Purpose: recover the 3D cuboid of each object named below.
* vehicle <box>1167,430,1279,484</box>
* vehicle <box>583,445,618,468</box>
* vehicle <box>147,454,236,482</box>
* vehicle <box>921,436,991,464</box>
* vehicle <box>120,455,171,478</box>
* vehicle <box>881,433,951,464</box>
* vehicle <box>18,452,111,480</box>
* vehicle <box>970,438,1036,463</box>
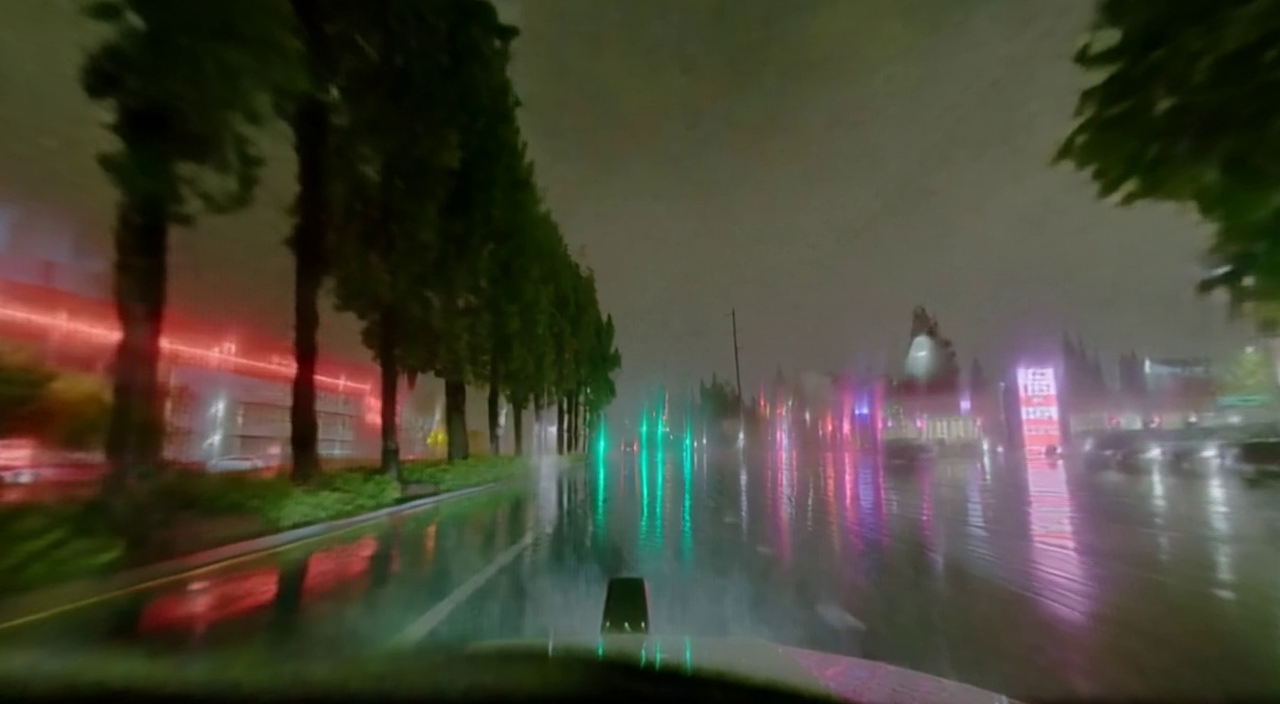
[{"bbox_3d":[17.747,2.927,17.769,4.059,1.422,1.892,0,-9,-1],"label":"vehicle"},{"bbox_3d":[-2.645,7.112,43.153,2.082,1.460,4.442,0,-9,1],"label":"vehicle"},{"bbox_3d":[-27.457,7.091,38.794,1.910,1.498,4.703,0,-9,2],"label":"vehicle"},{"bbox_3d":[19.892,6.164,39.863,2.074,1.607,4.465,-2,-8,0],"label":"vehicle"},{"bbox_3d":[-37.220,8.611,47.535,1.856,1.441,4.226,1,-8,-21],"label":"vehicle"},{"bbox_3d":[17.251,6.071,39.724,2.038,1.827,4.870,0,-9,-2],"label":"vehicle"},{"bbox_3d":[-45.030,8.887,49.529,2.150,1.834,5.472,-2,-8,0],"label":"vehicle"},{"bbox_3d":[22.772,6.151,39.682,1.828,1.450,3.730,-1,-8,-1],"label":"vehicle"}]
